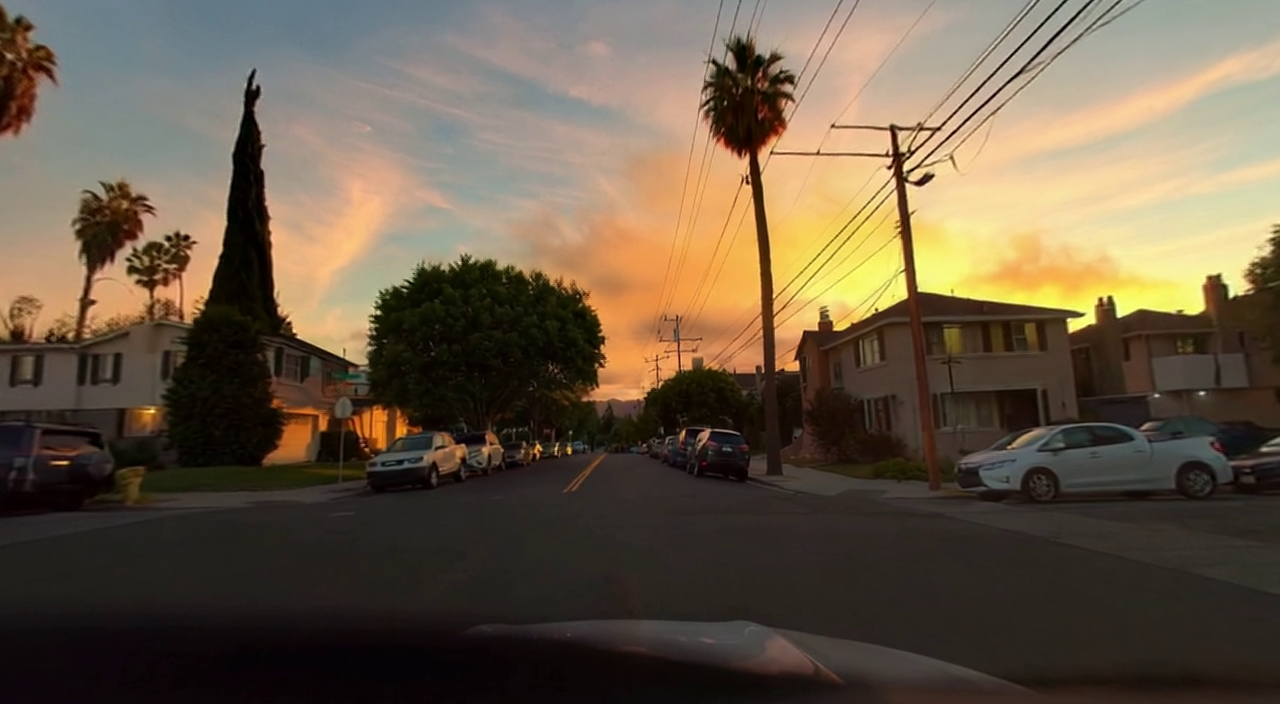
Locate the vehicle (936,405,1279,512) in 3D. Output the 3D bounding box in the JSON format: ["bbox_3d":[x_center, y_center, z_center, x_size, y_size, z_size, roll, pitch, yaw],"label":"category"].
[{"bbox_3d":[10.285,2.354,14.238,5.971,1.967,2.385,-1,-9,-5],"label":"vehicle"}]

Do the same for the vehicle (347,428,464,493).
[{"bbox_3d":[-6.983,3.302,19.439,2.198,1.724,4.493,0,-9,-5],"label":"vehicle"}]

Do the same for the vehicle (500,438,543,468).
[{"bbox_3d":[-7.945,6.809,42.732,2.178,1.865,4.658,0,-9,-2],"label":"vehicle"}]

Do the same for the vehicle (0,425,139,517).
[{"bbox_3d":[-14.790,2.631,13.634,5.847,1.766,2.392,-2,-9,-3],"label":"vehicle"}]

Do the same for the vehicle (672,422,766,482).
[{"bbox_3d":[2.674,3.648,23.241,2.505,1.895,5.805,0,-9,-2],"label":"vehicle"}]
